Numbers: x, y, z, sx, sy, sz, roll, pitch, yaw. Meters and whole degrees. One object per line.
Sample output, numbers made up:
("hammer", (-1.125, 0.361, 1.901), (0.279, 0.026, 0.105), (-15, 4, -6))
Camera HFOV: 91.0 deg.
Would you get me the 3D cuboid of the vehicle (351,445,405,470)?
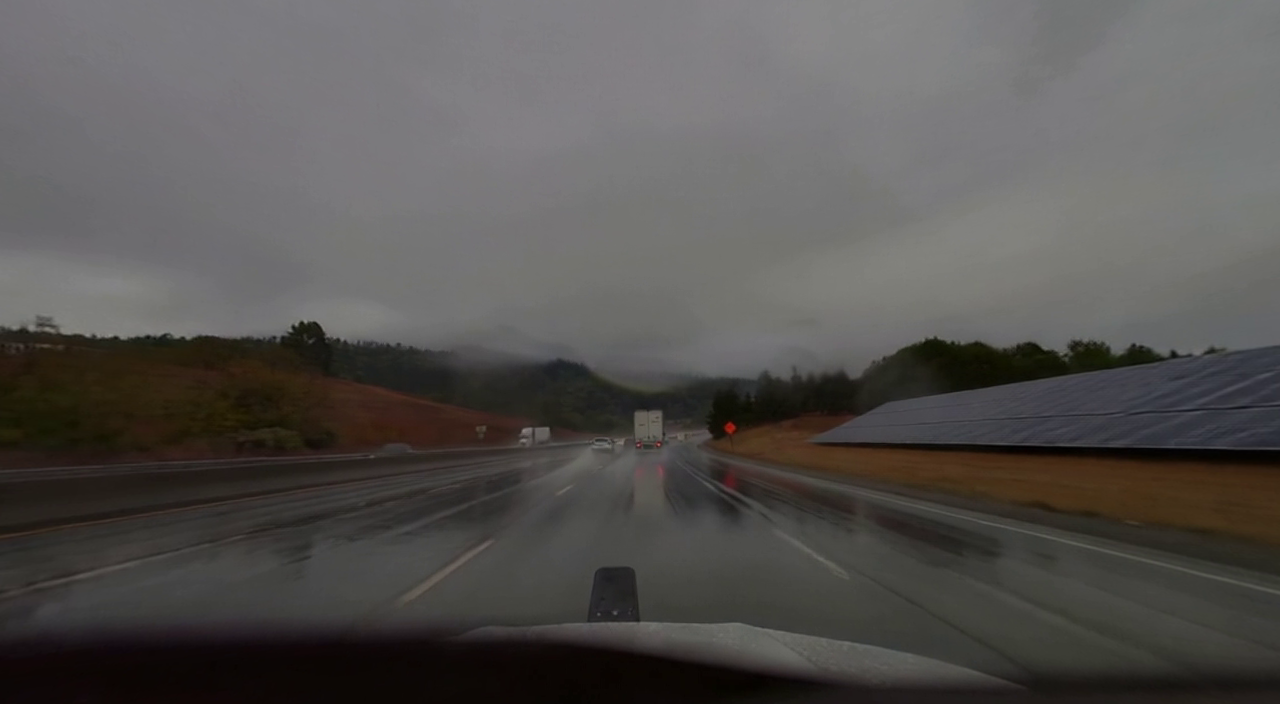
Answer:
("vehicle", (-18.981, 7.662, 45.807), (1.938, 1.649, 4.569), (-1, -8, 0))
